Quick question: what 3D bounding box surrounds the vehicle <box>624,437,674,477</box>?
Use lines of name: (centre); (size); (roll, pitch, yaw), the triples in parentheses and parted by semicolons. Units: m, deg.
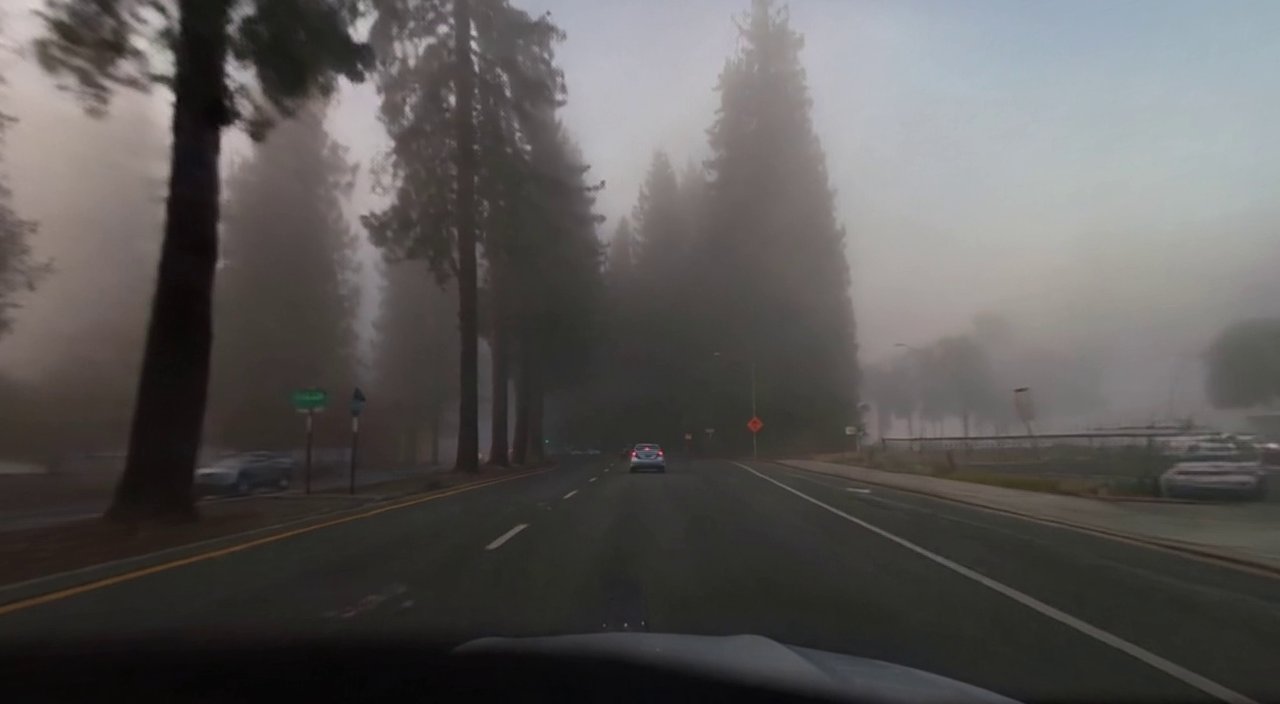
vehicle: (0.358, 4.834, 29.080); (2.135, 1.691, 3.884); (0, -9, -2)

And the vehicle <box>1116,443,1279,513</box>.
vehicle: (15.335, 3.275, 16.582); (3.968, 1.668, 1.853); (-1, -8, 3)

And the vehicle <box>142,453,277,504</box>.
vehicle: (-16.500, 4.845, 24.506); (2.034, 1.725, 4.470); (0, -9, 0)
